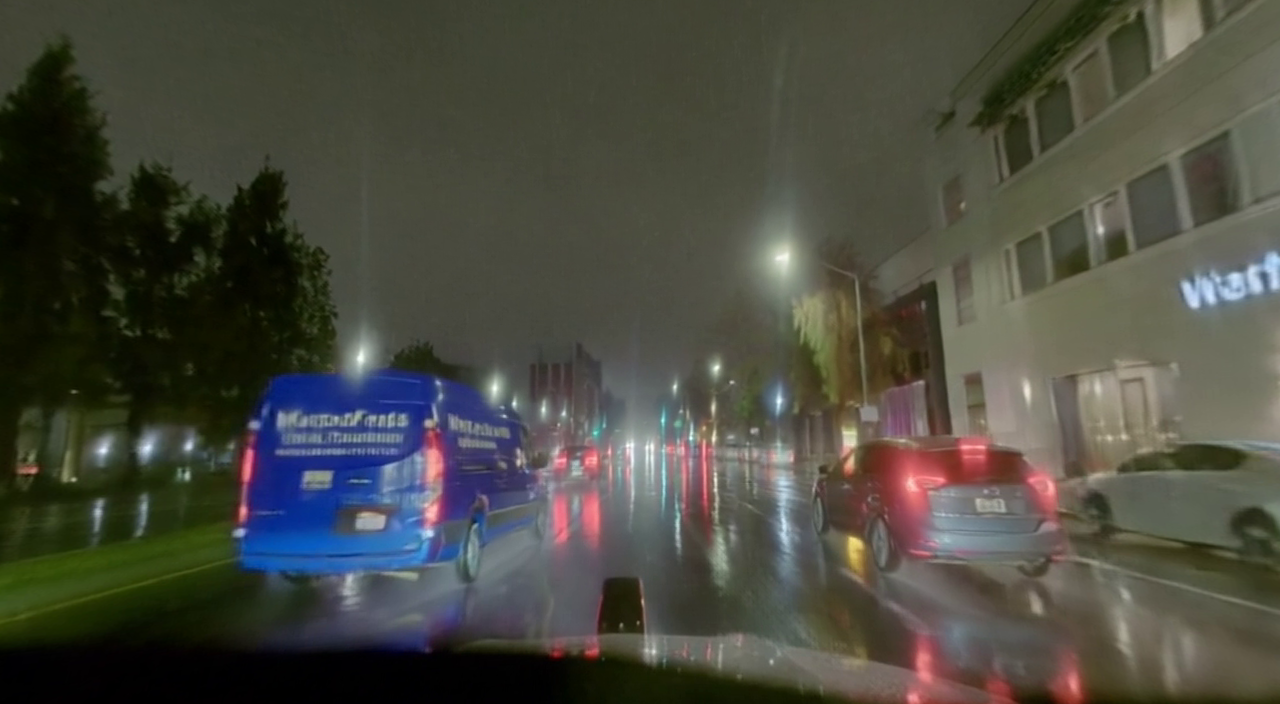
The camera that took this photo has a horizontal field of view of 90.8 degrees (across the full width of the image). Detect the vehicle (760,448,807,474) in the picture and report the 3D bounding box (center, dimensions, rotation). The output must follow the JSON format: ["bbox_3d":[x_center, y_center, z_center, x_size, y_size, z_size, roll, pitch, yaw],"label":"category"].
[{"bbox_3d":[8.423,6.407,37.468,1.896,1.442,4.305,0,-9,2],"label":"vehicle"}]

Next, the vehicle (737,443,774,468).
[{"bbox_3d":[8.768,7.893,48.315,2.017,1.745,4.670,0,-9,1],"label":"vehicle"}]

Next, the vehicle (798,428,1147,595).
[{"bbox_3d":[3.579,1.790,8.053,2.021,1.491,4.563,0,-9,1],"label":"vehicle"}]

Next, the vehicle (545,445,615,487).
[{"bbox_3d":[-2.176,4.310,24.260,2.060,1.466,4.387,-1,-9,3],"label":"vehicle"}]

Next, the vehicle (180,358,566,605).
[{"bbox_3d":[-2.692,1.542,8.431,2.490,2.153,5.594,0,-9,2],"label":"vehicle"}]

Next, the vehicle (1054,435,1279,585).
[{"bbox_3d":[7.350,1.759,7.556,1.896,1.479,4.416,0,-9,2],"label":"vehicle"}]
